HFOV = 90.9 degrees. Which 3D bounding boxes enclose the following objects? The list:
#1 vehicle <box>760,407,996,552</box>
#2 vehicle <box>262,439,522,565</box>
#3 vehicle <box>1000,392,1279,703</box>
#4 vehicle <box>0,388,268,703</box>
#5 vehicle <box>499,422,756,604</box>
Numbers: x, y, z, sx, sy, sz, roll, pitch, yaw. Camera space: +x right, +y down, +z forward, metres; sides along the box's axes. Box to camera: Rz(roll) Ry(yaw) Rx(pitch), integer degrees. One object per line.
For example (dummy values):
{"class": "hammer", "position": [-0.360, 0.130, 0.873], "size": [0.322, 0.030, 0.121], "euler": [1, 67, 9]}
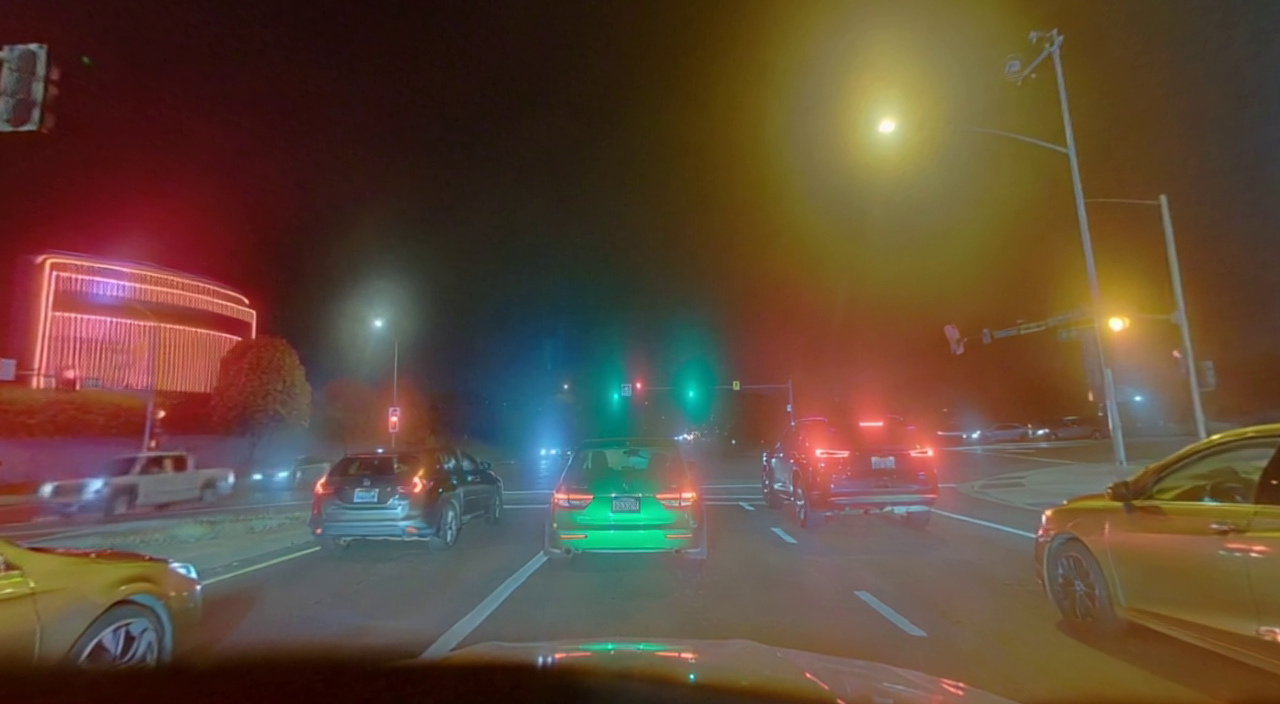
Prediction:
{"class": "vehicle", "position": [3.300, 1.864, 9.834], "size": [1.992, 1.744, 4.183], "euler": [0, -8, -1]}
{"class": "vehicle", "position": [-3.300, 2.070, 9.546], "size": [1.995, 1.436, 4.373], "euler": [-1, -8, 3]}
{"class": "vehicle", "position": [3.930, 0.971, 3.106], "size": [1.800, 1.519, 4.198], "euler": [0, -8, 0]}
{"class": "vehicle", "position": [-3.479, 0.840, 1.840], "size": [2.016, 1.547, 4.414], "euler": [0, -8, 1]}
{"class": "vehicle", "position": [-0.125, 1.650, 7.385], "size": [2.140, 1.499, 4.119], "euler": [0, -8, -1]}
